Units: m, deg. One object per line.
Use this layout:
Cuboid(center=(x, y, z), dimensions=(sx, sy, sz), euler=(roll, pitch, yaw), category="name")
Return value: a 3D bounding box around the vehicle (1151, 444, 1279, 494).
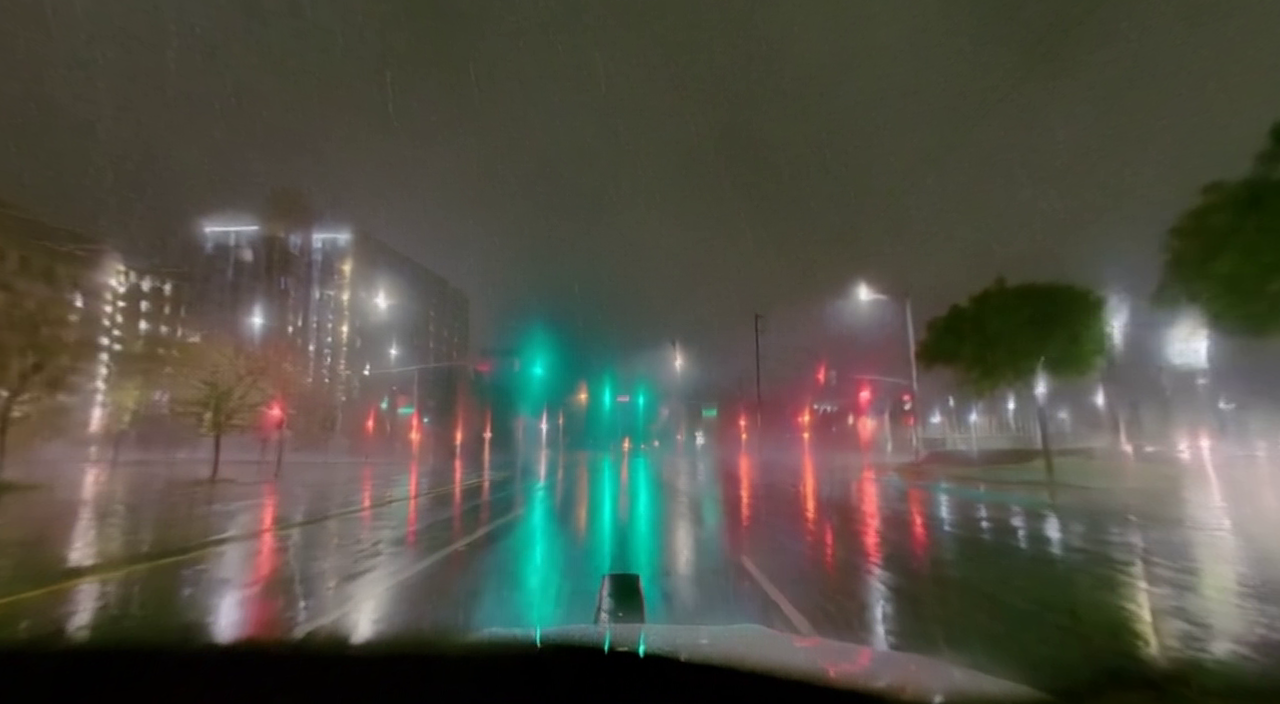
Cuboid(center=(19.359, 3.711, 20.220), dimensions=(1.828, 1.483, 4.376), euler=(8, -12, -44), category="vehicle")
